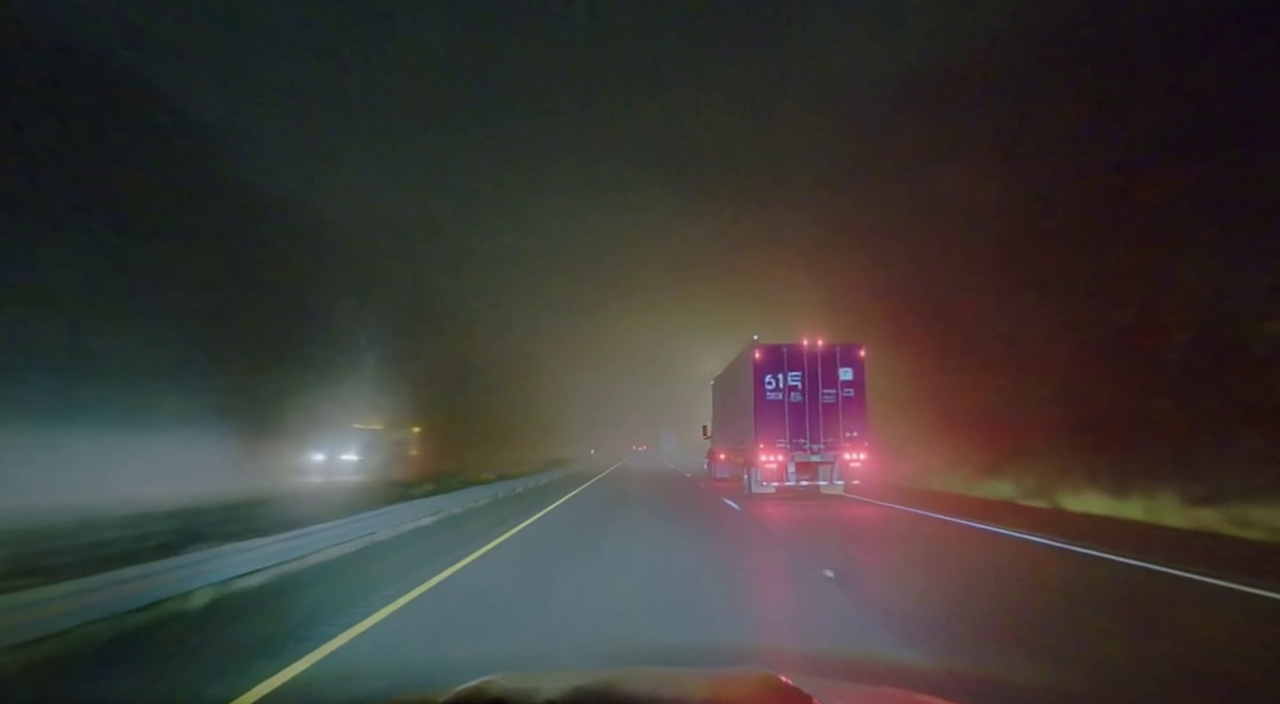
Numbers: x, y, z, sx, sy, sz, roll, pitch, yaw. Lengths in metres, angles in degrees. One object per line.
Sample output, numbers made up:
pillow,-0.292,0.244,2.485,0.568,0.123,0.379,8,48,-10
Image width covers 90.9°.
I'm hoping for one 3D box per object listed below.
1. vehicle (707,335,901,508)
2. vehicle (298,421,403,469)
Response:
vehicle,4.044,2.257,18.686,3.107,3.718,10.231,0,-9,1
vehicle,-12.530,4.120,27.743,2.066,1.908,5.294,0,-9,0
